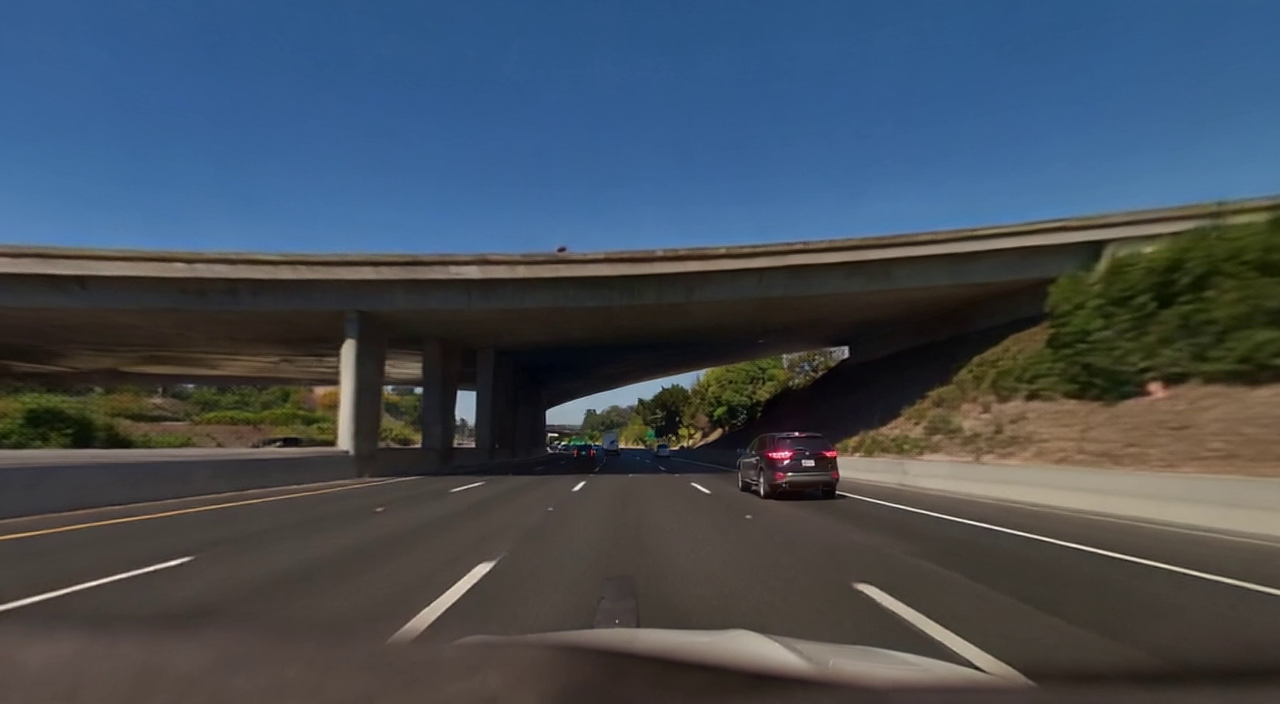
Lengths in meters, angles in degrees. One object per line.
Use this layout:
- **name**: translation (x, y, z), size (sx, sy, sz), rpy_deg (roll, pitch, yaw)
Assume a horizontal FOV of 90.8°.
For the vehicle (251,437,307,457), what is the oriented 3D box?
- **vehicle**: translation (-28.218, 7.421, 49.546), size (1.964, 1.491, 4.723), rpy_deg (1, -8, -6)
